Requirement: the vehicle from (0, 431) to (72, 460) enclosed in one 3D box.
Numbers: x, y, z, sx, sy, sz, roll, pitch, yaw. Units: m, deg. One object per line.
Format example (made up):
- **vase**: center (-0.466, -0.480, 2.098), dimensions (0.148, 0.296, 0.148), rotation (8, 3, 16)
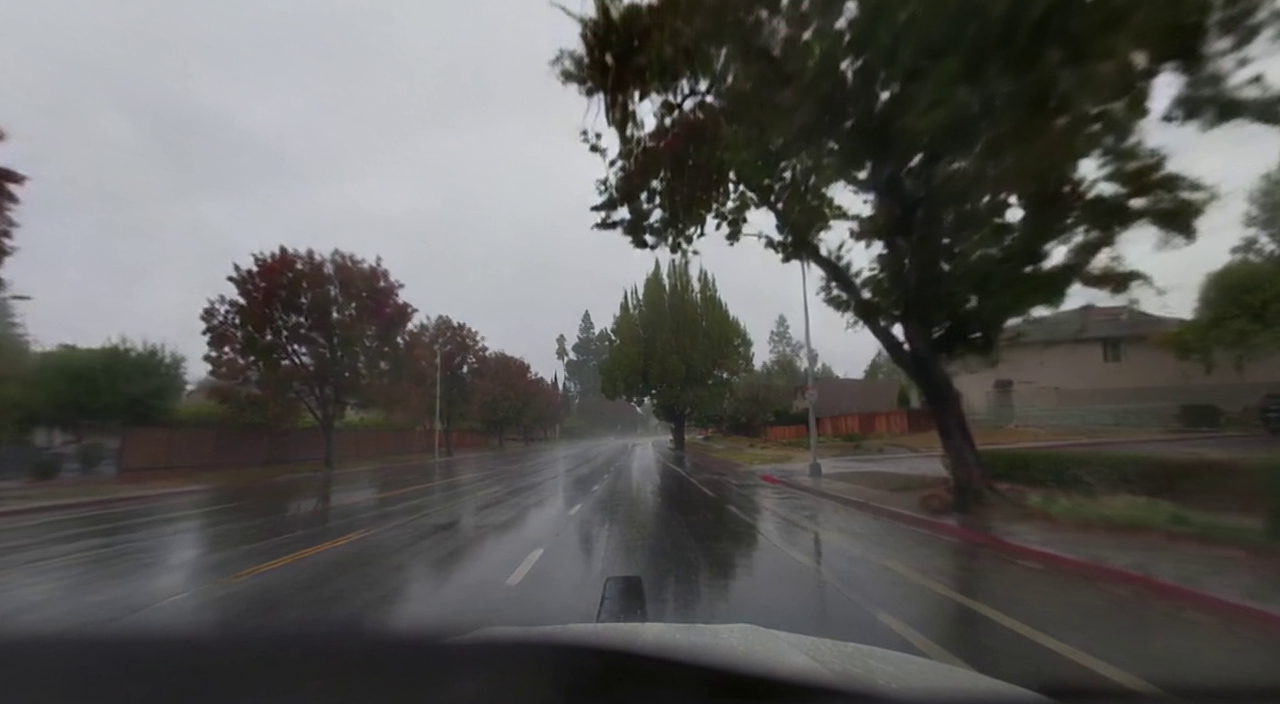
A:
- **vehicle**: center (-34.775, 5.208, 35.290), dimensions (1.831, 1.567, 4.342), rotation (-2, -7, 6)
